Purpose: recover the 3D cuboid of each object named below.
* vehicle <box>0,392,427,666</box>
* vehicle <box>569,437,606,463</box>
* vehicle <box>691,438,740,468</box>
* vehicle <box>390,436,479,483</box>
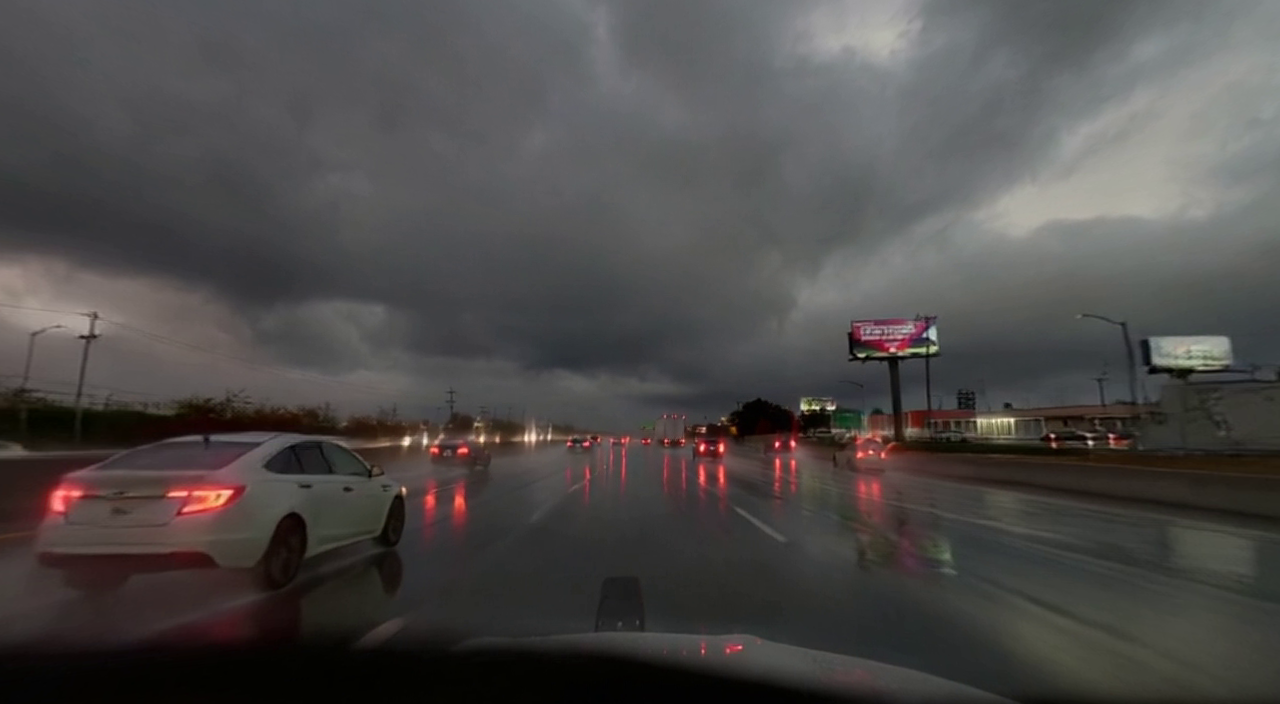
[{"bbox_3d":[-3.736,1.319,5.710,2.008,1.504,4.264,0,-9,1],"label":"vehicle"},{"bbox_3d":[-3.339,6.356,40.862,2.001,1.577,4.055,0,-9,1],"label":"vehicle"},{"bbox_3d":[4.126,5.637,35.183,2.135,1.532,4.506,1,-9,0],"label":"vehicle"},{"bbox_3d":[-7.234,3.836,22.566,1.865,1.518,3.620,0,-9,1],"label":"vehicle"}]
